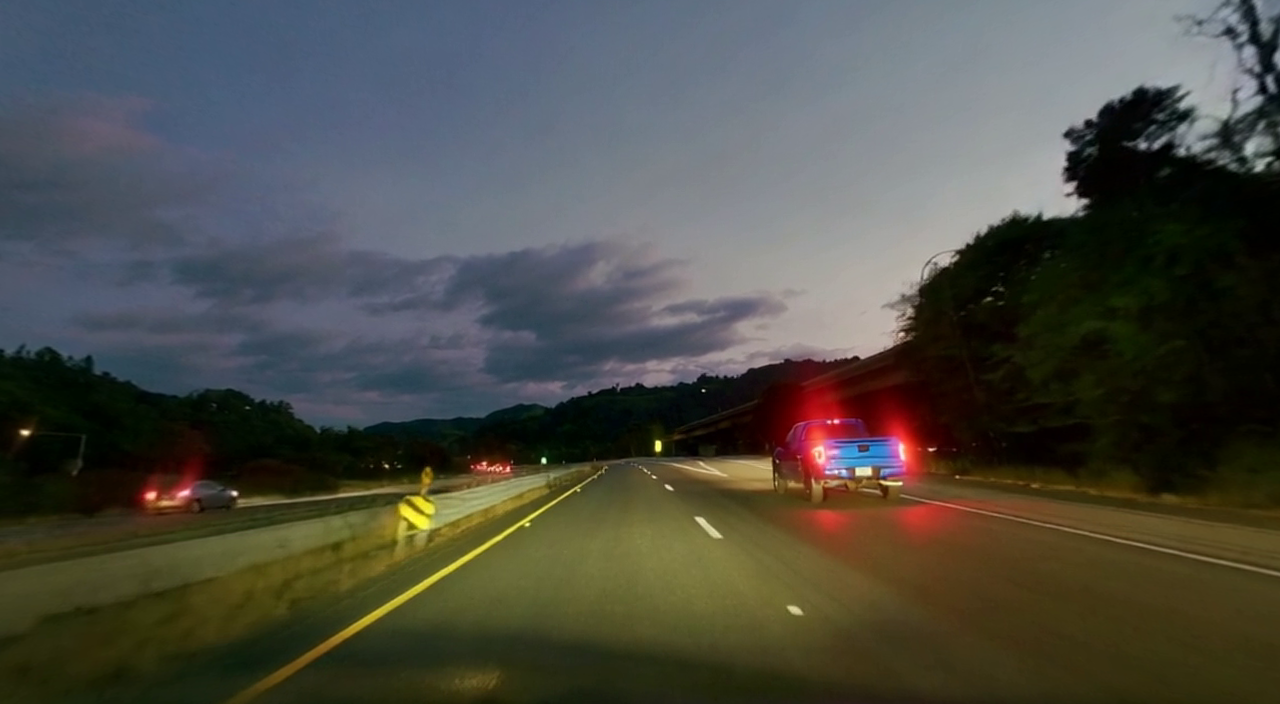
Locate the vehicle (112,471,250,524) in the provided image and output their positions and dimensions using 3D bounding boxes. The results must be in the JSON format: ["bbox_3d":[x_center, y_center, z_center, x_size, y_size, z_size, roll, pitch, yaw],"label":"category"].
[{"bbox_3d":[-22.290,7.044,31.096,2.573,1.976,5.651,-2,-8,0],"label":"vehicle"}]
